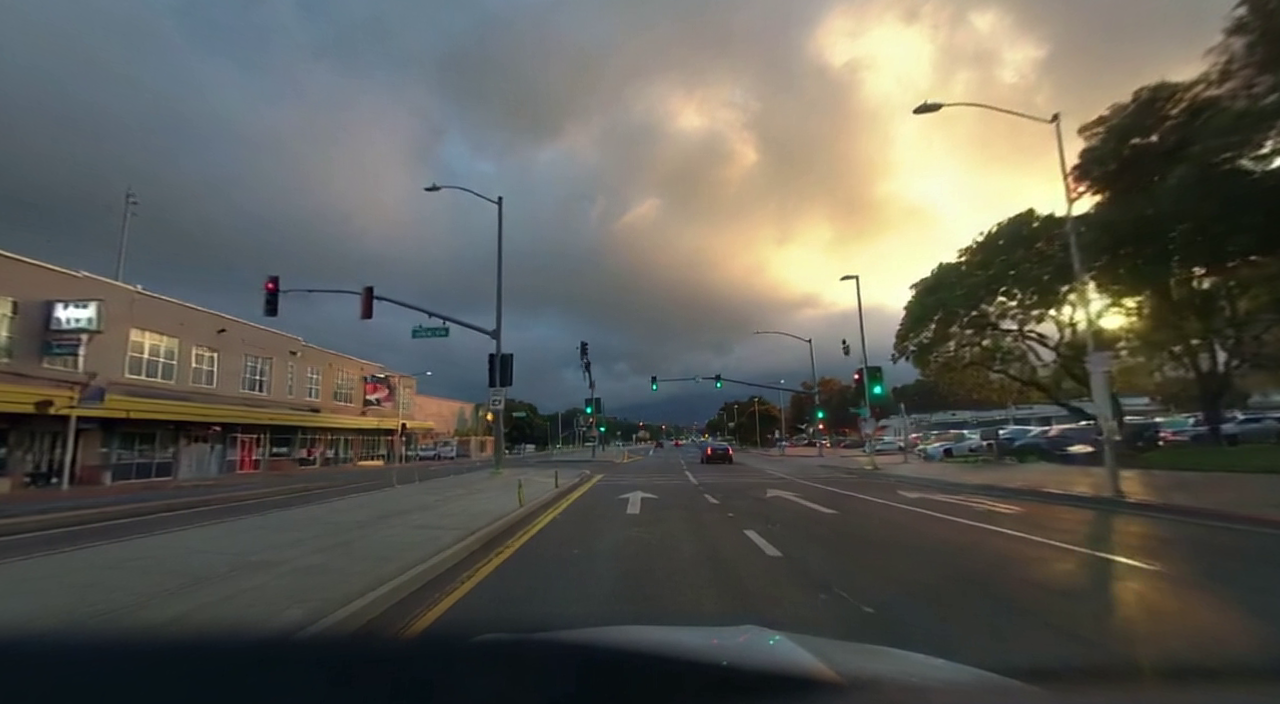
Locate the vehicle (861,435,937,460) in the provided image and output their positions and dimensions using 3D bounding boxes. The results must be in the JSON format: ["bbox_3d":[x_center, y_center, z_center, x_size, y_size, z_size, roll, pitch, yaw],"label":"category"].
[{"bbox_3d":[18.311,6.759,44.748,4.491,1.702,2.094,-1,-8,4],"label":"vehicle"}]

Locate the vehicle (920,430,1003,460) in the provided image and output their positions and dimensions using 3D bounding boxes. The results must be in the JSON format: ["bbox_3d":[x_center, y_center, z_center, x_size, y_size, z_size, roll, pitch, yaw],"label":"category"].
[{"bbox_3d":[21.022,6.089,41.319,4.341,1.845,1.984,0,-8,0],"label":"vehicle"}]

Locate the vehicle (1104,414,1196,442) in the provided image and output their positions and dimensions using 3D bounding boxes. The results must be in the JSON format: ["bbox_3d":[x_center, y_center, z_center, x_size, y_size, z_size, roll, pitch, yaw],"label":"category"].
[{"bbox_3d":[36.405,5.420,45.054,4.687,1.902,2.162,0,-8,-1],"label":"vehicle"}]

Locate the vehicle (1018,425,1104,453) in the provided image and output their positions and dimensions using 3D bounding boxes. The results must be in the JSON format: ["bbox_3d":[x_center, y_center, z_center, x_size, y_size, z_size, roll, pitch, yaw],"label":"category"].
[{"bbox_3d":[27.608,5.704,41.378,4.280,1.734,1.964,0,-8,-6],"label":"vehicle"}]

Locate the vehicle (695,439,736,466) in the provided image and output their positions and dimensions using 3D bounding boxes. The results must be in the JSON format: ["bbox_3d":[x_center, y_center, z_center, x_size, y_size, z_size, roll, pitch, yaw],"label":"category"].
[{"bbox_3d":[4.575,6.141,38.652,2.038,1.528,4.259,0,-8,1],"label":"vehicle"}]
